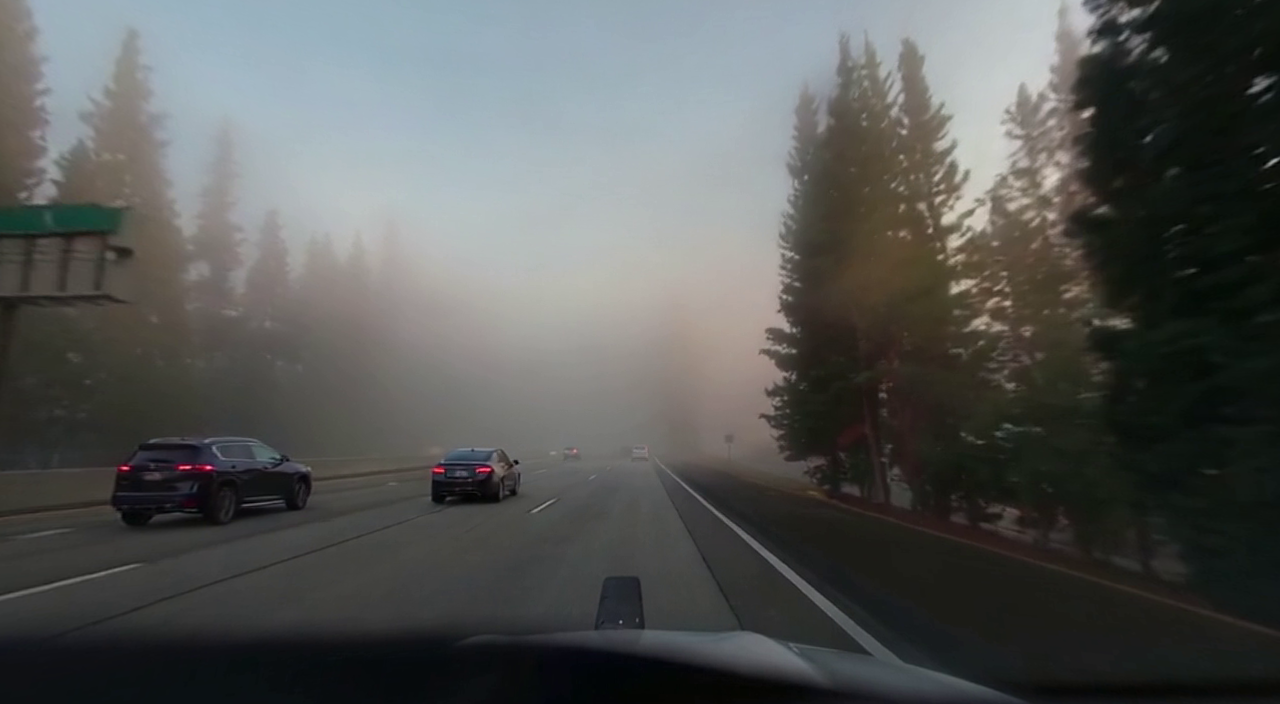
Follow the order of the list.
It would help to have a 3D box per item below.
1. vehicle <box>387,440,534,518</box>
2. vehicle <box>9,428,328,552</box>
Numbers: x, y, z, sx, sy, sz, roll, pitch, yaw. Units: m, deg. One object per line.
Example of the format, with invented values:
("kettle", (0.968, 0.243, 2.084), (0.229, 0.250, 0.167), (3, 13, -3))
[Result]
("vehicle", (-4.072, 2.957, 15.246), (2.104, 1.558, 4.639), (0, -9, 1))
("vehicle", (-7.269, 2.139, 10.427), (2.007, 1.616, 4.141), (0, -9, 1))
